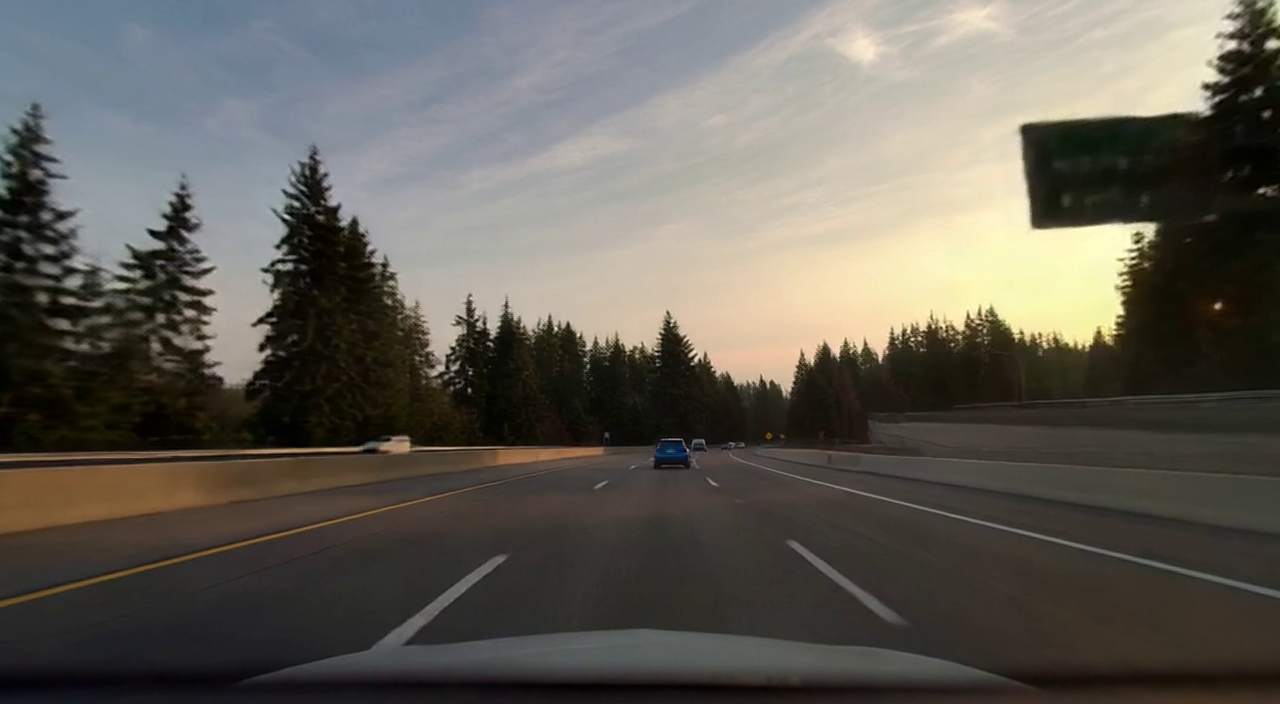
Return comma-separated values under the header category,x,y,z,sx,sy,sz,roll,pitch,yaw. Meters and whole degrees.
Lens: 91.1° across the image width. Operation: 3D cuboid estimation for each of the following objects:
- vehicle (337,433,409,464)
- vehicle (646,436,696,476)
category,x,y,z,sx,sy,sz,roll,pitch,yaw
vehicle,-17.196,6.254,40.809,2.311,1.862,4.848,-1,-8,3
vehicle,1.419,4.740,28.906,2.133,1.686,4.203,-1,-8,3
